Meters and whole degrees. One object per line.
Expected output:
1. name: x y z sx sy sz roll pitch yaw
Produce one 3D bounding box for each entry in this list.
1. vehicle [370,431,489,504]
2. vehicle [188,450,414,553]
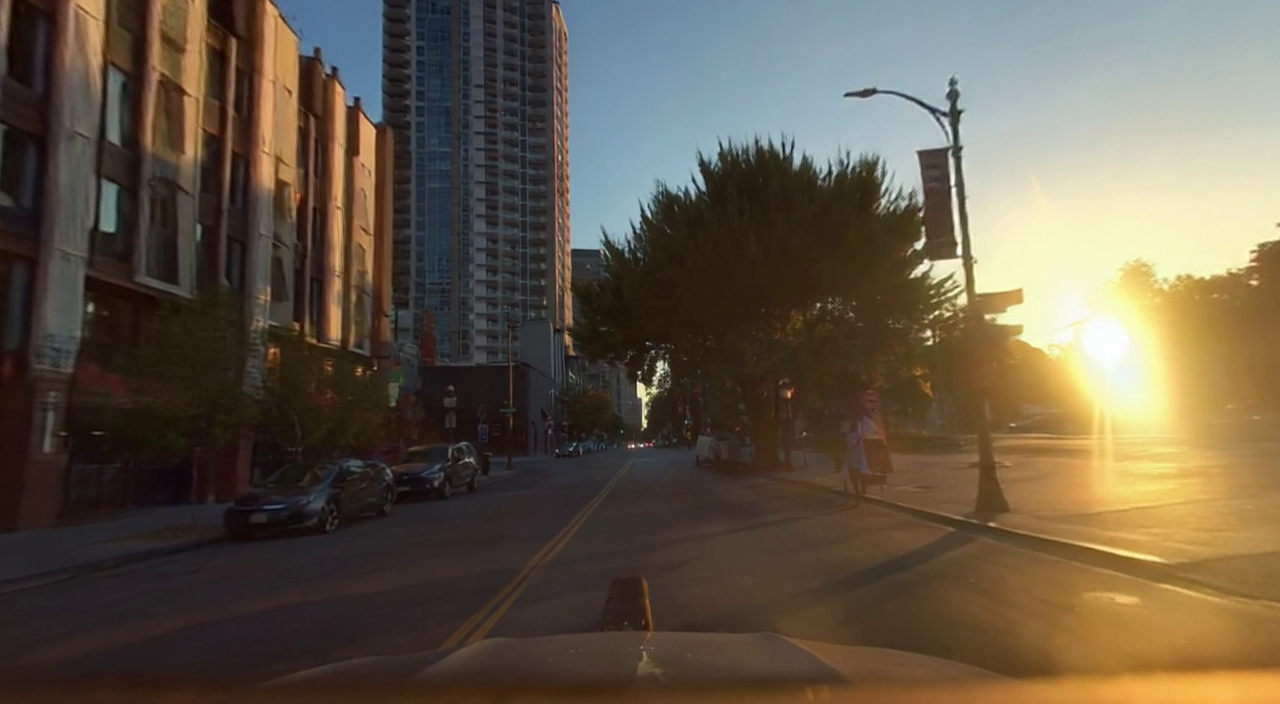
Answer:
1. vehicle: -6.528 3.616 20.192 2.273 1.871 4.920 -4 -8 -2
2. vehicle: -6.718 2.942 13.308 2.270 1.539 4.855 -4 -8 -2
